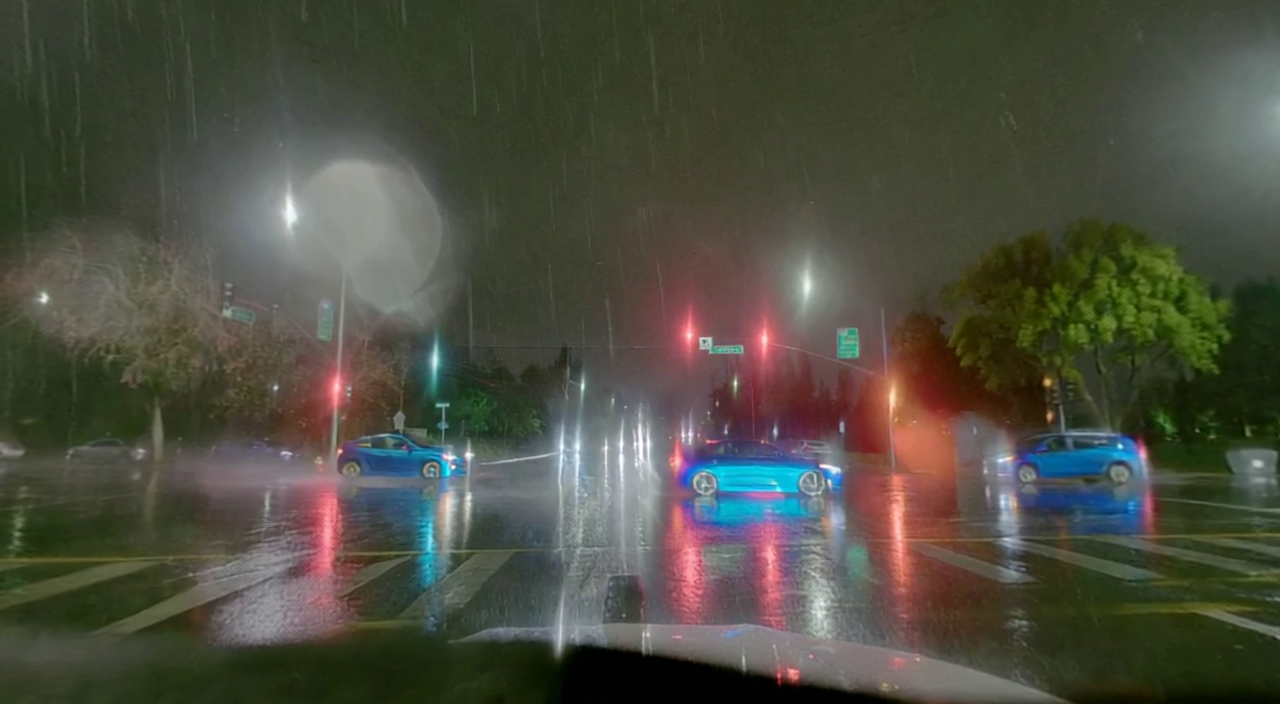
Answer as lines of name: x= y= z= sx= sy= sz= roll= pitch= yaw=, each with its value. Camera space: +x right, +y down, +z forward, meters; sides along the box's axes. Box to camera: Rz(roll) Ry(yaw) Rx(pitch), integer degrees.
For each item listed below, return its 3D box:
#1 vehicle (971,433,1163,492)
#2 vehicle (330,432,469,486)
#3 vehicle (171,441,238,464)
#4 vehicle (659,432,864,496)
vehicle: x=13.596 y=3.532 z=20.270 sx=4.580 sy=1.768 sz=2.134 roll=0 pitch=-8 yaw=1
vehicle: x=-8.333 y=3.747 z=22.234 sx=4.346 sy=1.753 sz=1.994 roll=2 pitch=-9 yaw=-15
vehicle: x=-29.107 y=6.695 z=42.053 sx=1.696 sy=1.431 sz=3.686 roll=0 pitch=-8 yaw=3
vehicle: x=3.017 y=2.917 z=16.529 sx=5.000 sy=1.559 sz=1.960 roll=0 pitch=-8 yaw=1
